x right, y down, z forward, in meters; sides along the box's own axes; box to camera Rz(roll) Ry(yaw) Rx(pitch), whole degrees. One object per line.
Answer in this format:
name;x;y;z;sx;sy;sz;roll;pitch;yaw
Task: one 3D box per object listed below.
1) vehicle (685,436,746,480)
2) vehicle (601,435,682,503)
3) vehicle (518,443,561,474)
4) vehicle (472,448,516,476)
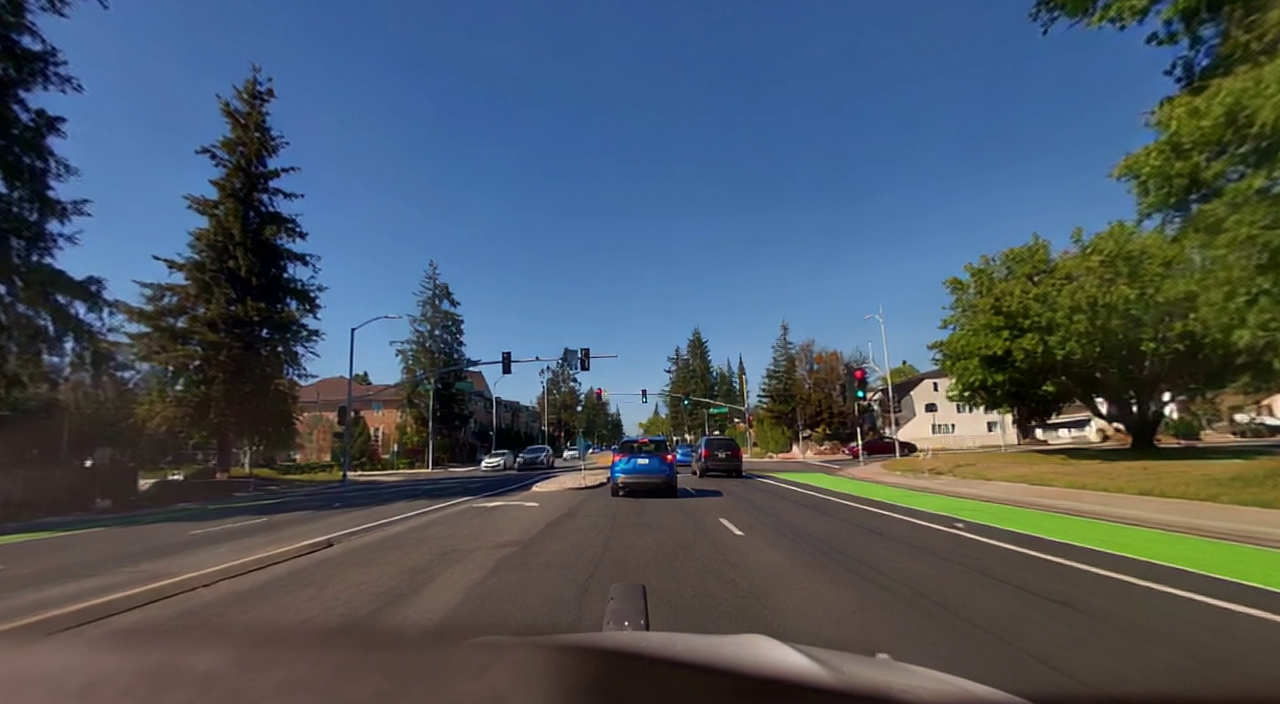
vehicle;3.315;4.798;28.708;2.189;1.815;4.495;0;-8;0
vehicle;0.044;3.360;18.504;2.109;1.730;3.963;0;-9;0
vehicle;-6.433;6.826;40.735;1.949;1.891;4.439;0;-9;1
vehicle;-10.369;7.810;45.028;1.974;1.794;4.580;0;-9;1
